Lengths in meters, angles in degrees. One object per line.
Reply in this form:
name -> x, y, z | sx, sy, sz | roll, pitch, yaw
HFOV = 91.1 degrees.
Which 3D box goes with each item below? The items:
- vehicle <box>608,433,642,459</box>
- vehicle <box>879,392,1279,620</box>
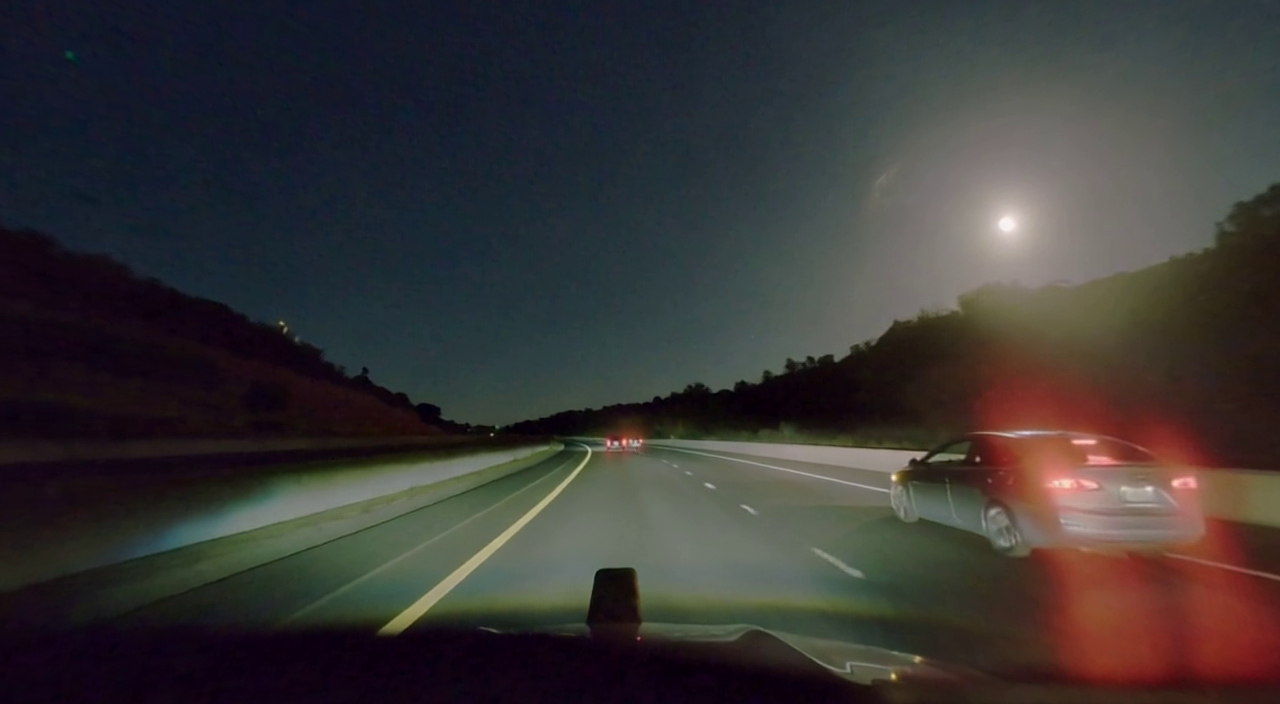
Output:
vehicle -> -0.989, 5.905, 39.731 | 1.998, 1.512, 3.735 | 1, -8, -3
vehicle -> 4.001, 1.281, 6.097 | 1.852, 1.513, 3.652 | 0, -8, -1
